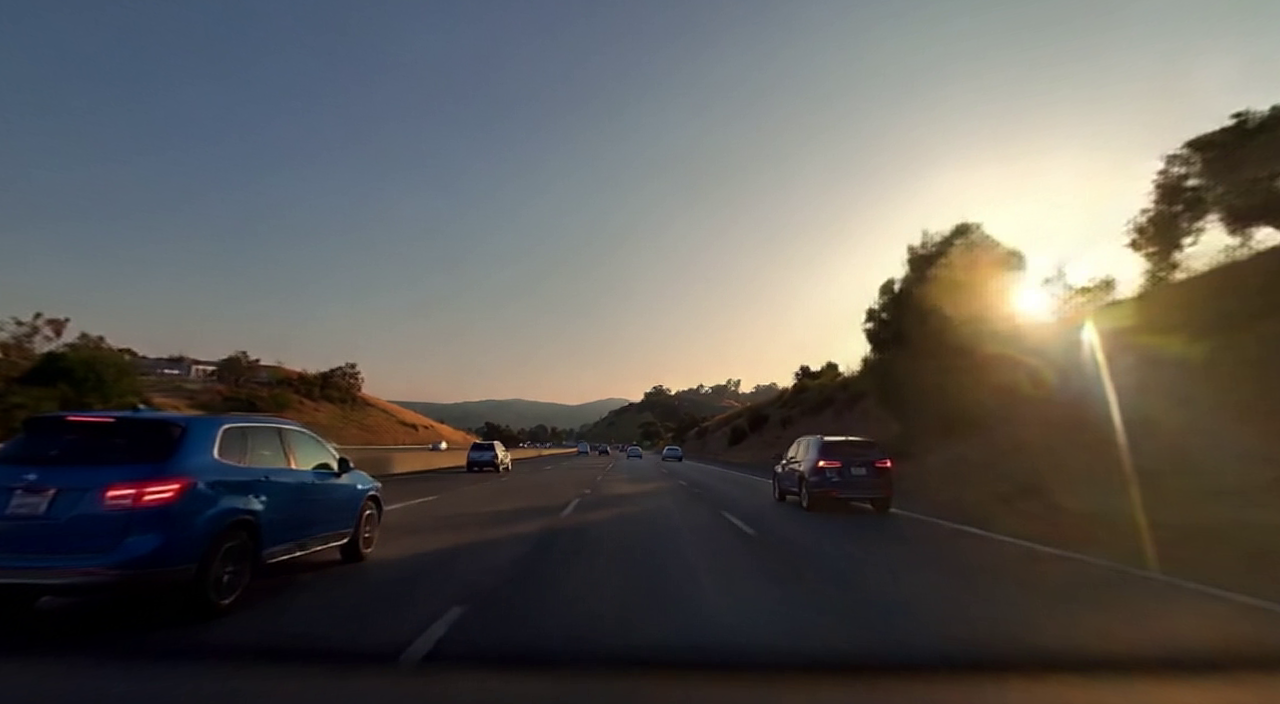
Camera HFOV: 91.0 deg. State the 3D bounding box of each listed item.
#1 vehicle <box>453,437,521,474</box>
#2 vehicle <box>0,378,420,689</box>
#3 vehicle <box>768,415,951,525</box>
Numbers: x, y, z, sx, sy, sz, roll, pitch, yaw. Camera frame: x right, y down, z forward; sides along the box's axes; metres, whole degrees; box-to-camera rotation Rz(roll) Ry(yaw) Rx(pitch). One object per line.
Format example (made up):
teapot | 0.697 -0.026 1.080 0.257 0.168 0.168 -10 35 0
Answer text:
vehicle | -7.493 5.113 31.278 2.095 1.696 4.680 -1 -9 1
vehicle | -4.011 1.360 5.870 2.214 1.743 4.465 -1 -9 1
vehicle | 4.258 2.385 13.250 2.153 1.860 4.689 0 -9 0
